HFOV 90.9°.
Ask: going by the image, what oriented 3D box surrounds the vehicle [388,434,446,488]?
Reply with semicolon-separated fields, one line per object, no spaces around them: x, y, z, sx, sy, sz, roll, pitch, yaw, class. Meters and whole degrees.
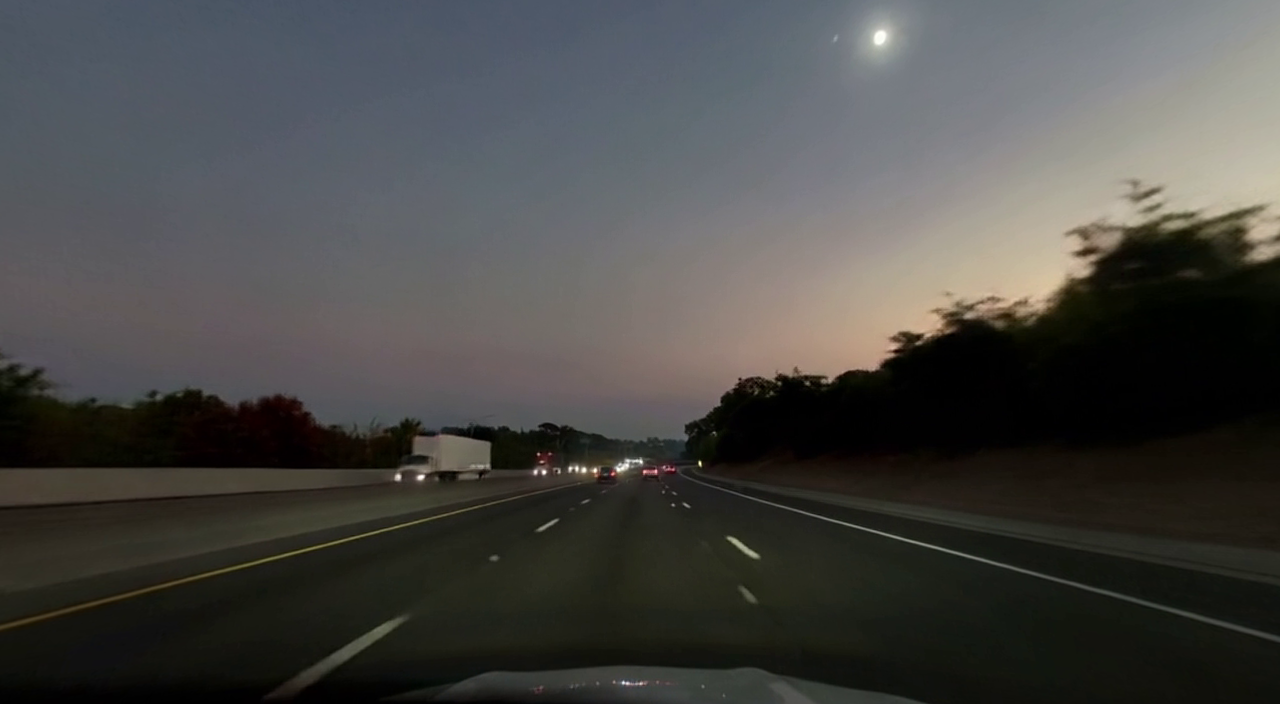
-16.817;8.264;47.771;2.964;3.880;3.101;1;-11;2;vehicle
